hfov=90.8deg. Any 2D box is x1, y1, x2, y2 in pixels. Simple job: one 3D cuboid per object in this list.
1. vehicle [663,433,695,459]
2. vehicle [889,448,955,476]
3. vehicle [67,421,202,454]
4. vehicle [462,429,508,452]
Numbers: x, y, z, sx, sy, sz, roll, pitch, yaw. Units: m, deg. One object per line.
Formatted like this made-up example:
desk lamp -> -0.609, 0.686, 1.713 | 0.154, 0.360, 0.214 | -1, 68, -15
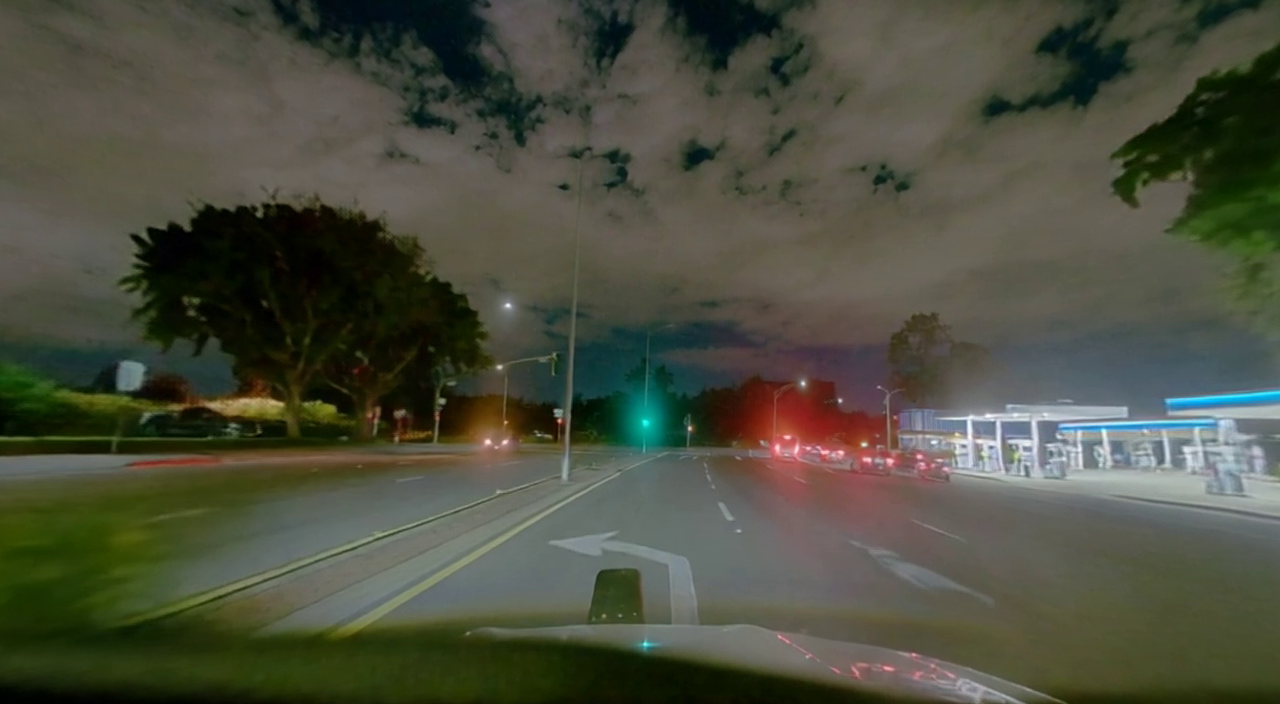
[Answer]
vehicle -> 2.758, 6.495, 43.697 | 2.055, 1.655, 4.204 | -1, -8, 5
vehicle -> 16.211, 6.340, 36.566 | 2.099, 1.464, 4.615 | -1, -8, 6
vehicle -> -21.903, 3.744, 27.491 | 4.343, 1.379, 1.851 | -1, -8, 4
vehicle -> -10.441, 6.026, 42.865 | 2.027, 1.486, 4.105 | 0, -8, 1
